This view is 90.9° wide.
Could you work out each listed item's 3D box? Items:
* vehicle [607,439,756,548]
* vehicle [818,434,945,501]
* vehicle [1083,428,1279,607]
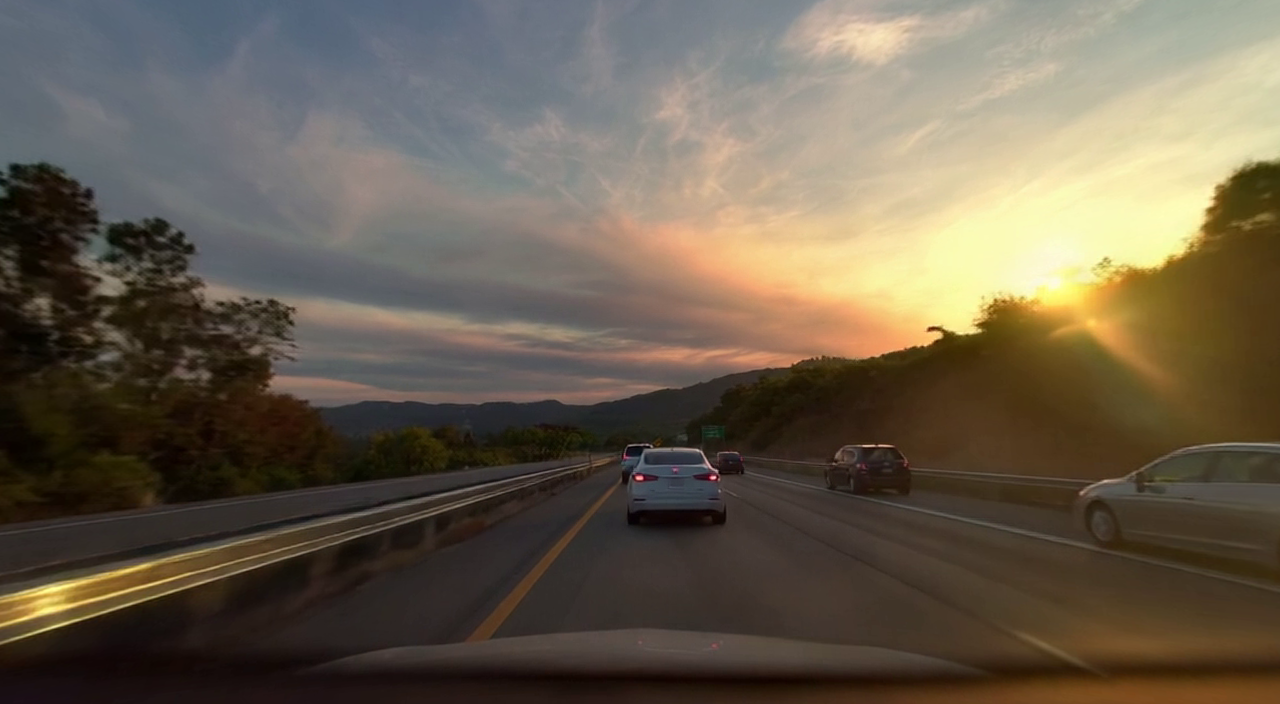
[{"bbox_3d":[0.577,2.275,10.731,2.076,1.485,3.774,0,-9,0],"label":"vehicle"},{"bbox_3d":[6.790,3.295,18.300,1.980,1.702,4.235,0,-9,0],"label":"vehicle"},{"bbox_3d":[6.346,1.418,5.488,1.965,1.484,4.090,0,-9,0],"label":"vehicle"}]
